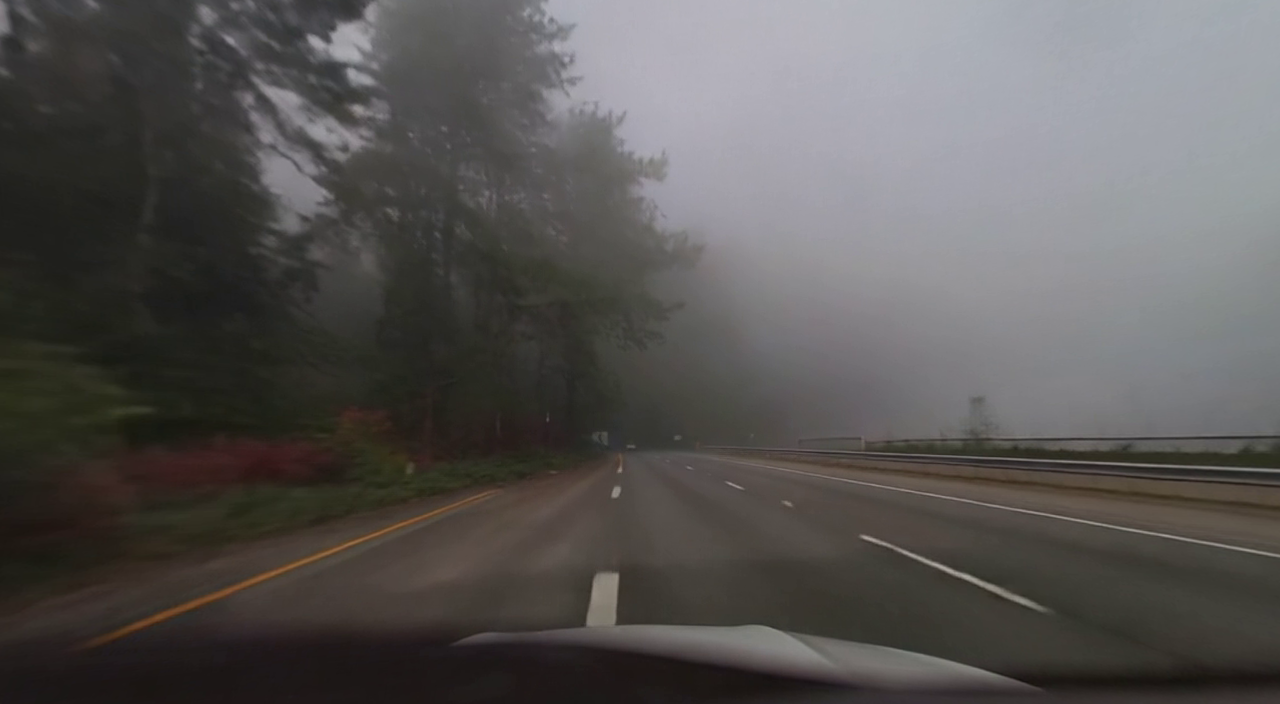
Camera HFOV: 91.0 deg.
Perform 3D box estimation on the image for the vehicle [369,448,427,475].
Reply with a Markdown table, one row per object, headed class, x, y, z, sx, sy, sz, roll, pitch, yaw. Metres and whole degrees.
| class | x | y | z | sx | sy | sz | roll | pitch | yaw |
| --- | --- | --- | --- | --- | --- | --- | --- | --- | --- |
| vehicle | -14.893 | 6.735 | 39.007 | 1.877 | 1.525 | 4.464 | 0 | -8 | -1 |
